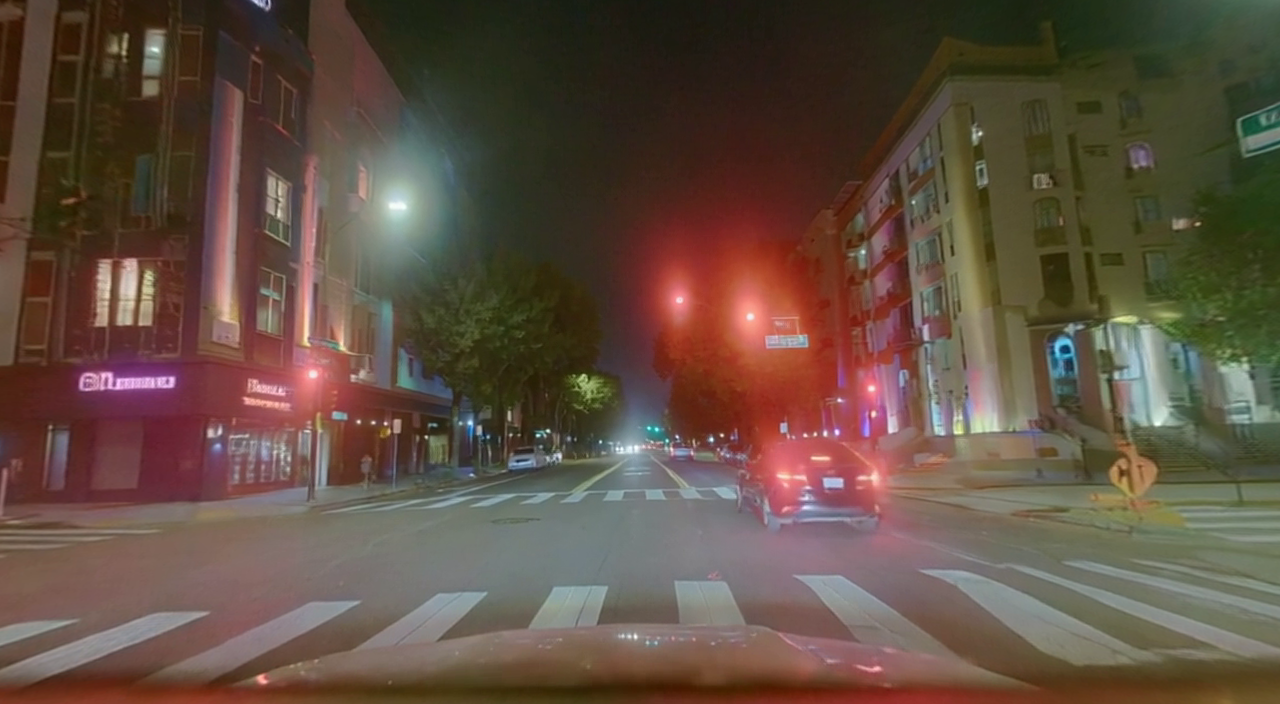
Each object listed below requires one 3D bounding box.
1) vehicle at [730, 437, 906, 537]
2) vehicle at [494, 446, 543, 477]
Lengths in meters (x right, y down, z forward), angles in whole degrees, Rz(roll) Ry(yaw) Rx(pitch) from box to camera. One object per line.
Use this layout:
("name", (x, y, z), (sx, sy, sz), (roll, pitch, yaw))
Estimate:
("vehicle", (2.962, 2.328, 11.533), (2.014, 1.474, 4.090), (0, -8, 0))
("vehicle", (-6.916, 6.252, 36.307), (2.127, 1.533, 4.547), (-1, -8, -2))
